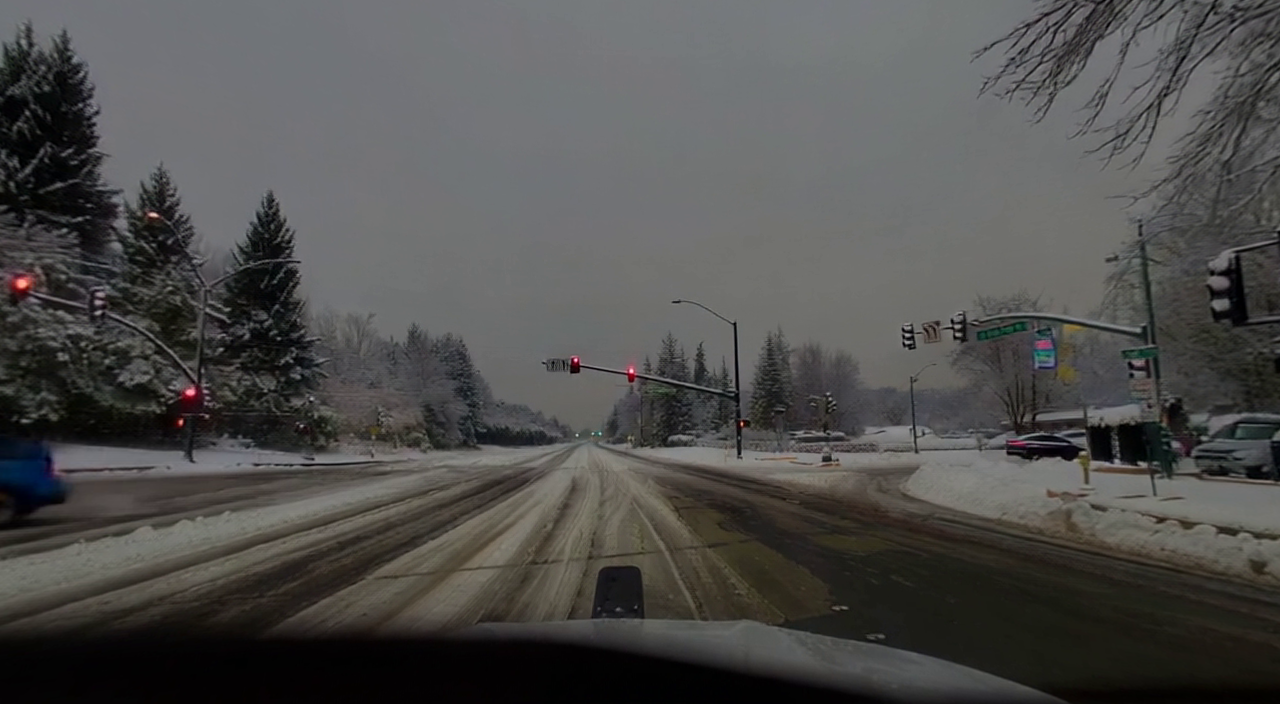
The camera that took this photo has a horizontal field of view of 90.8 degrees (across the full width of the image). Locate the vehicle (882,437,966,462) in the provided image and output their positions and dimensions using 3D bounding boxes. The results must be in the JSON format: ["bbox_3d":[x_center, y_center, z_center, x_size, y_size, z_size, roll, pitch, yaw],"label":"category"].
[{"bbox_3d":[18.721,6.426,41.613,5.234,1.549,1.982,4,-9,-24],"label":"vehicle"}]

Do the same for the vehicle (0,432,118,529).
[{"bbox_3d":[-10.994,2.011,9.858,1.740,1.500,3.896,-4,-9,24],"label":"vehicle"}]

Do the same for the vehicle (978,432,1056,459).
[{"bbox_3d":[26.982,6.731,45.252,5.032,1.828,2.183,4,-9,-24],"label":"vehicle"}]

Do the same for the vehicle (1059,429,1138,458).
[{"bbox_3d":[36.121,7.206,49.715,6.148,2.119,2.473,4,-10,-28],"label":"vehicle"}]
